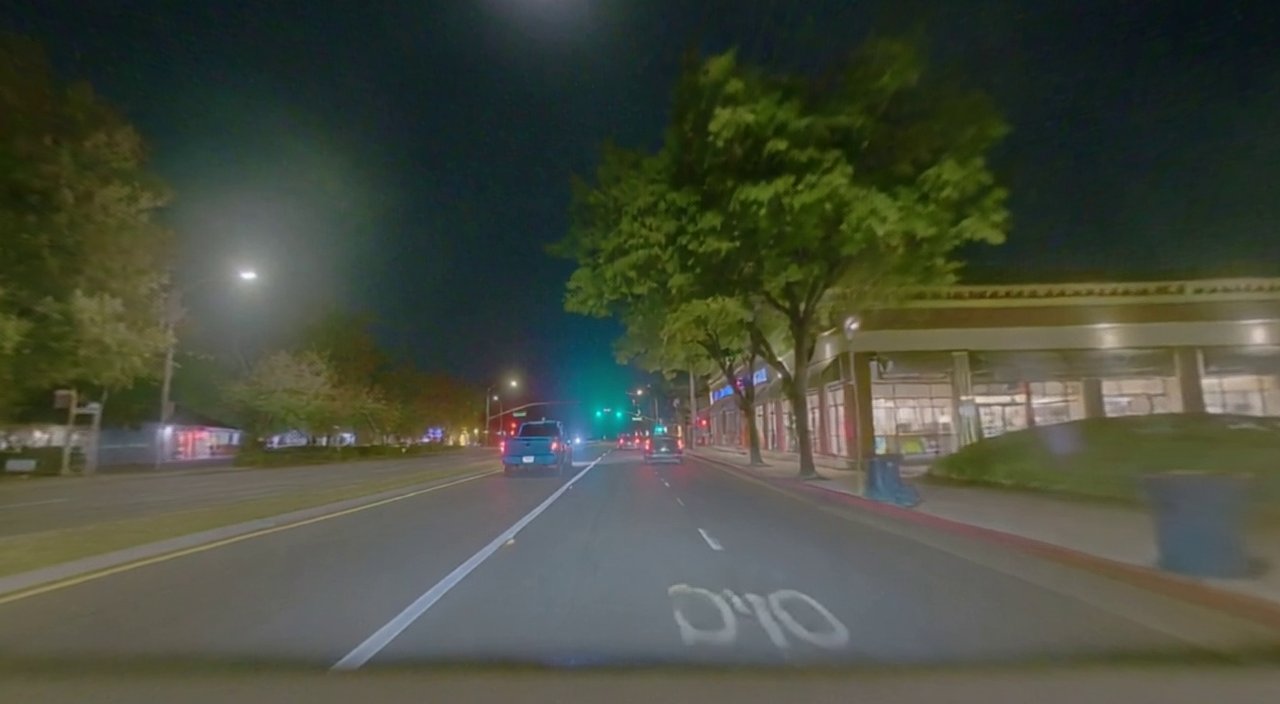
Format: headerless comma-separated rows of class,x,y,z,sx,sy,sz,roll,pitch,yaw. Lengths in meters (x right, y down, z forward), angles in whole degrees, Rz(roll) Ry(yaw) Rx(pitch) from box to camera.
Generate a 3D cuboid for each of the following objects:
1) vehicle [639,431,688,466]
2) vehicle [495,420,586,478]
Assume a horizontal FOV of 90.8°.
vehicle,1.035,4.516,29.900,2.103,1.487,4.101,0,-7,0
vehicle,-3.304,3.342,22.118,2.464,1.777,5.128,0,-7,-1
